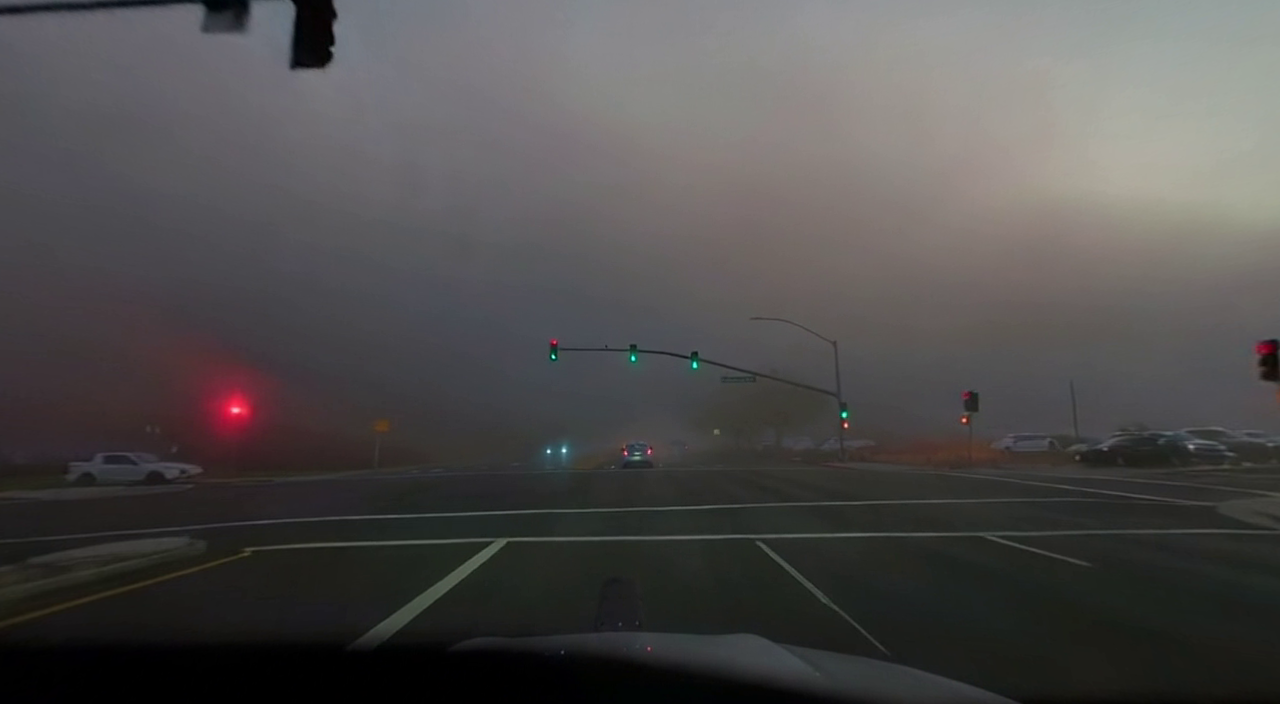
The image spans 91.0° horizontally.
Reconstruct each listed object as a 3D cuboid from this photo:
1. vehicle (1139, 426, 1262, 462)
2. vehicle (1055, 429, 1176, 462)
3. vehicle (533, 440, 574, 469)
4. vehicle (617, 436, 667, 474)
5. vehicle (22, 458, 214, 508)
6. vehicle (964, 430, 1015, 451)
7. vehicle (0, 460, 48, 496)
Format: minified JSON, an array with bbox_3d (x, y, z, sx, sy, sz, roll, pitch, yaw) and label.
[{"bbox_3d":[29.808,4.901,33.589,1.958,1.759,4.517,7,-11,-38],"label":"vehicle"},{"bbox_3d":[25.813,5.114,34.327,1.941,1.641,4.829,7,-11,-39],"label":"vehicle"},{"bbox_3d":[-5.158,6.160,37.943,1.844,1.534,3.831,-3,-8,0],"label":"vehicle"},{"bbox_3d":[0.052,4.659,28.699,2.145,1.572,4.021,0,-8,-1],"label":"vehicle"},{"bbox_3d":[-18.845,4.732,23.263,2.311,1.485,5.817,0,-8,-2],"label":"vehicle"},{"bbox_3d":[26.936,6.839,48.423,4.587,1.548,1.998,8,-12,-42],"label":"vehicle"},{"bbox_3d":[-28.163,5.599,28.261,1.953,1.415,4.553,7,-11,-40],"label":"vehicle"}]
